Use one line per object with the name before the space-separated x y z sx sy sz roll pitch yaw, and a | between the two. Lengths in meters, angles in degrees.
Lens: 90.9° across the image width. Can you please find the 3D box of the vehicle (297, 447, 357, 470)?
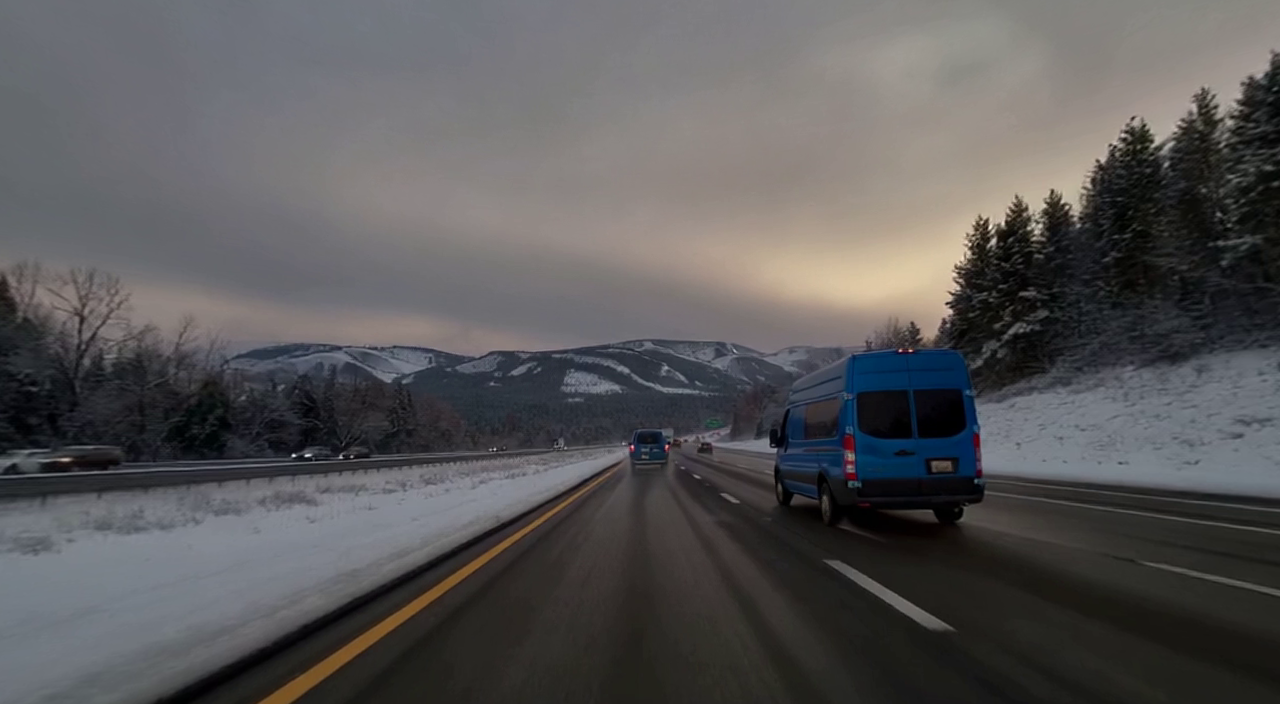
vehicle | -24.365 8.281 49.313 2.041 1.704 4.905 0 -8 1

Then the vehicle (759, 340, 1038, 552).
vehicle | 3.833 1.625 11.124 2.302 2.670 6.176 0 -8 0

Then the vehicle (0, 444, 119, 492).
vehicle | -24.341 4.630 25.636 2.029 1.763 4.915 0 -8 2

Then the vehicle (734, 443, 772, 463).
vehicle | 8.556 7.689 48.096 1.970 1.452 4.419 0 -8 -1

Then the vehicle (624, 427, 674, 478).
vehicle | 0.382 4.586 28.883 2.131 2.122 4.473 0 -8 0
